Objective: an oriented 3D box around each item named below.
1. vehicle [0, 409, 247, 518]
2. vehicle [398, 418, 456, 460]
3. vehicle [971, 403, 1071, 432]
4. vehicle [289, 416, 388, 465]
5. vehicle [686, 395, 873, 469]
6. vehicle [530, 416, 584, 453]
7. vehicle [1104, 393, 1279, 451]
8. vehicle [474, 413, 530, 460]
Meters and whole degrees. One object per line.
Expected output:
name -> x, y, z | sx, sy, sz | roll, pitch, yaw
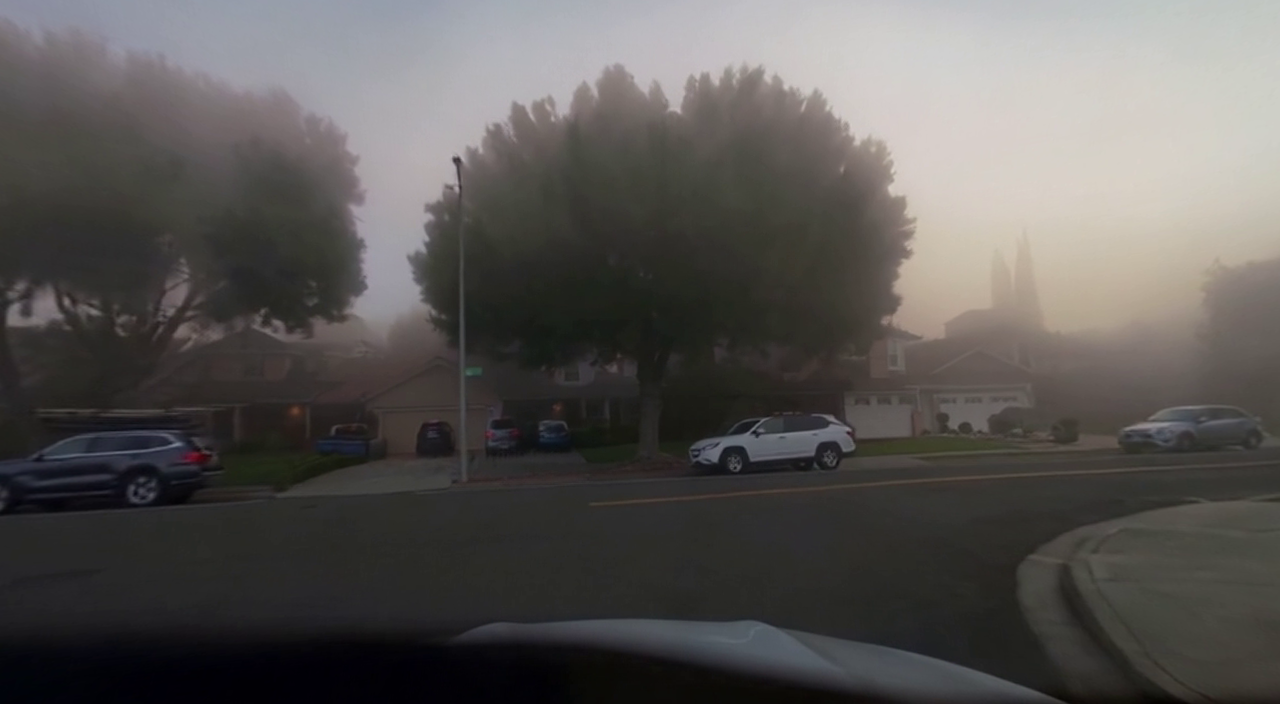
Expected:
vehicle -> -12.772, 2.548, 14.847 | 5.419, 2.292, 2.272 | 2, -7, -15
vehicle -> -10.390, 4.333, 31.209 | 2.391, 1.894, 5.075 | 2, -9, -16
vehicle -> 22.469, 3.940, 37.461 | 1.967, 1.523, 4.619 | 5, -10, -29
vehicle -> -13.908, 4.083, 28.955 | 2.307, 2.043, 5.475 | 8, -12, -44
vehicle -> 4.020, 2.419, 18.661 | 4.919, 1.969, 2.104 | 2, -9, -10
vehicle -> -4.211, 4.168, 31.530 | 2.005, 1.699, 4.234 | 2, -9, -16
vehicle -> 19.625, 2.486, 22.347 | 5.179, 1.847, 2.219 | 1, -10, -15
vehicle -> -6.598, 3.973, 29.718 | 2.278, 1.969, 5.533 | 2, -8, -15
